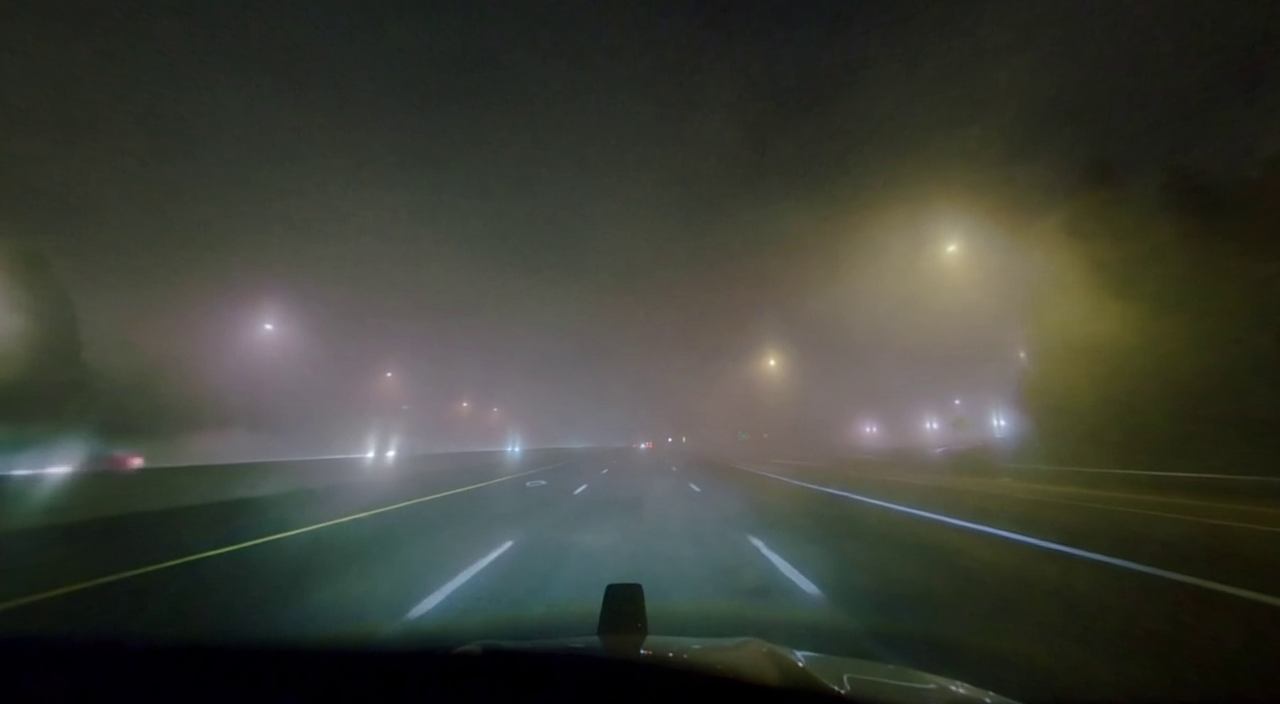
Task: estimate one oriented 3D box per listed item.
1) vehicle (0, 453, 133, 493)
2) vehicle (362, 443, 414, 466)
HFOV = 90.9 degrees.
[{"bbox_3d":[-24.657,5.151,27.173,1.914,1.497,4.499,0,-8,-1],"label":"vehicle"},{"bbox_3d":[-19.450,7.892,48.918,1.942,1.655,4.812,0,-8,1],"label":"vehicle"}]
